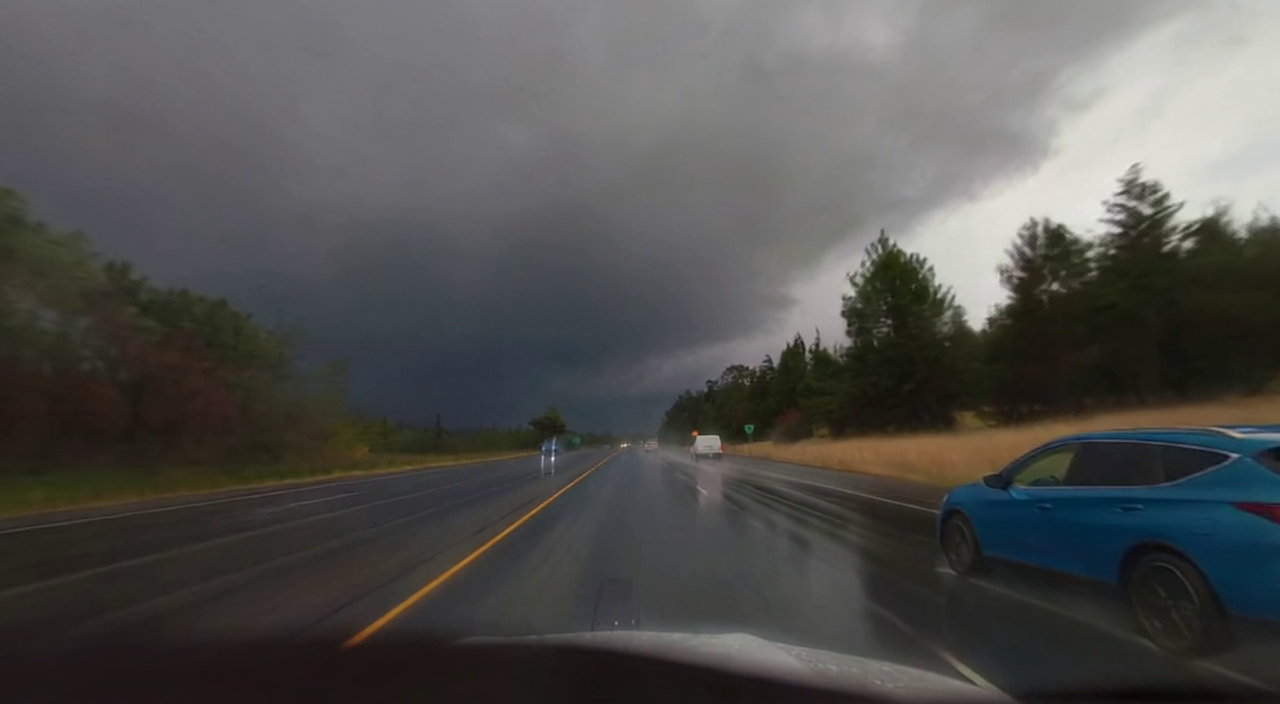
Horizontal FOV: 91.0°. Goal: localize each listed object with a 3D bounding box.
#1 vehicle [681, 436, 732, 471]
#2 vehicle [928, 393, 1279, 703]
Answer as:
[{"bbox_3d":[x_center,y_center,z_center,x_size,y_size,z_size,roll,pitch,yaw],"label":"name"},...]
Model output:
[{"bbox_3d":[3.364,5.215,32.699,2.043,1.673,4.016,0,-8,-2],"label":"vehicle"},{"bbox_3d":[3.848,1.091,3.936,1.999,1.501,4.221,0,-8,-1],"label":"vehicle"}]
